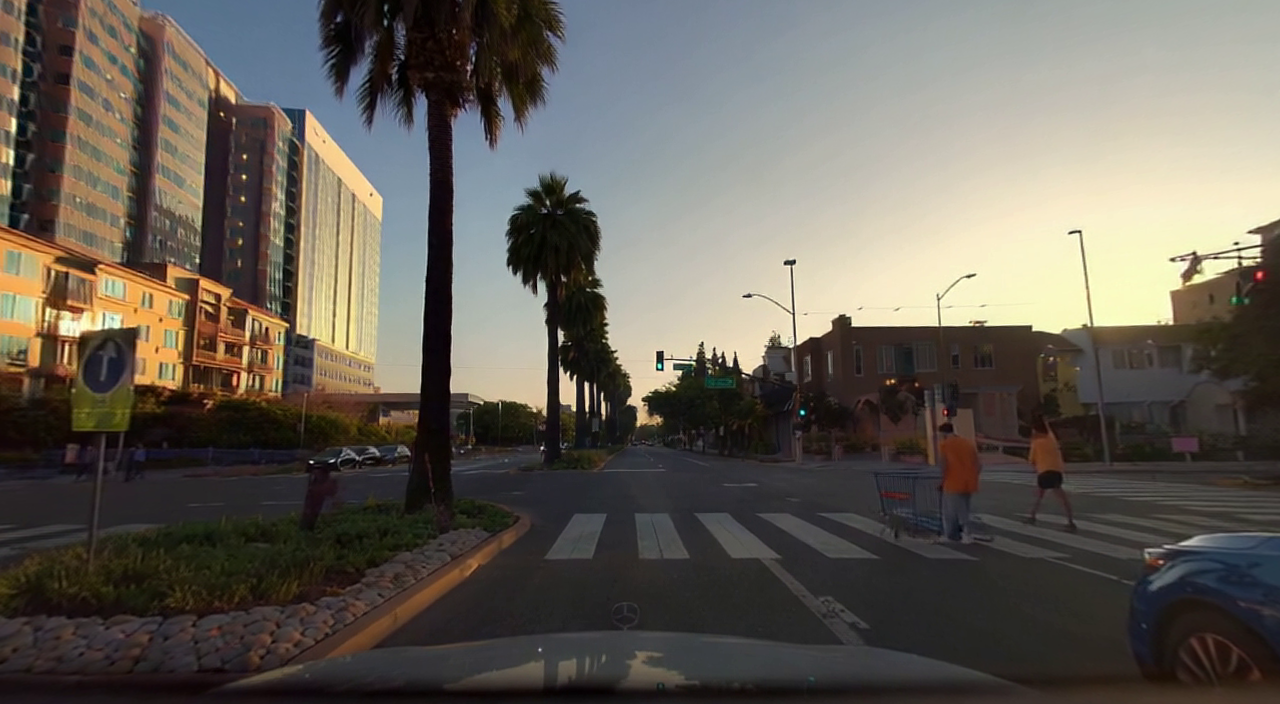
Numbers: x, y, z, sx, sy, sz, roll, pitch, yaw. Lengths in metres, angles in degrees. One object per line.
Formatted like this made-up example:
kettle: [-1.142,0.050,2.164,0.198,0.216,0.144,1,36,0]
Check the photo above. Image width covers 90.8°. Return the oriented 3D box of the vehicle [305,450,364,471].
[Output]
vehicle: [-23.649,8.427,49.186,1.955,1.480,5.163,0,-9,1]

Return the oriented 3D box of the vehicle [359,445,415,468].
vehicle: [-19.730,8.169,49.488,2.357,1.678,5.014,0,-9,0]

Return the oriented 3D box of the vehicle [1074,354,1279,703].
vehicle: [3.313,0.662,1.129,2.060,1.631,4.169,0,-9,0]
